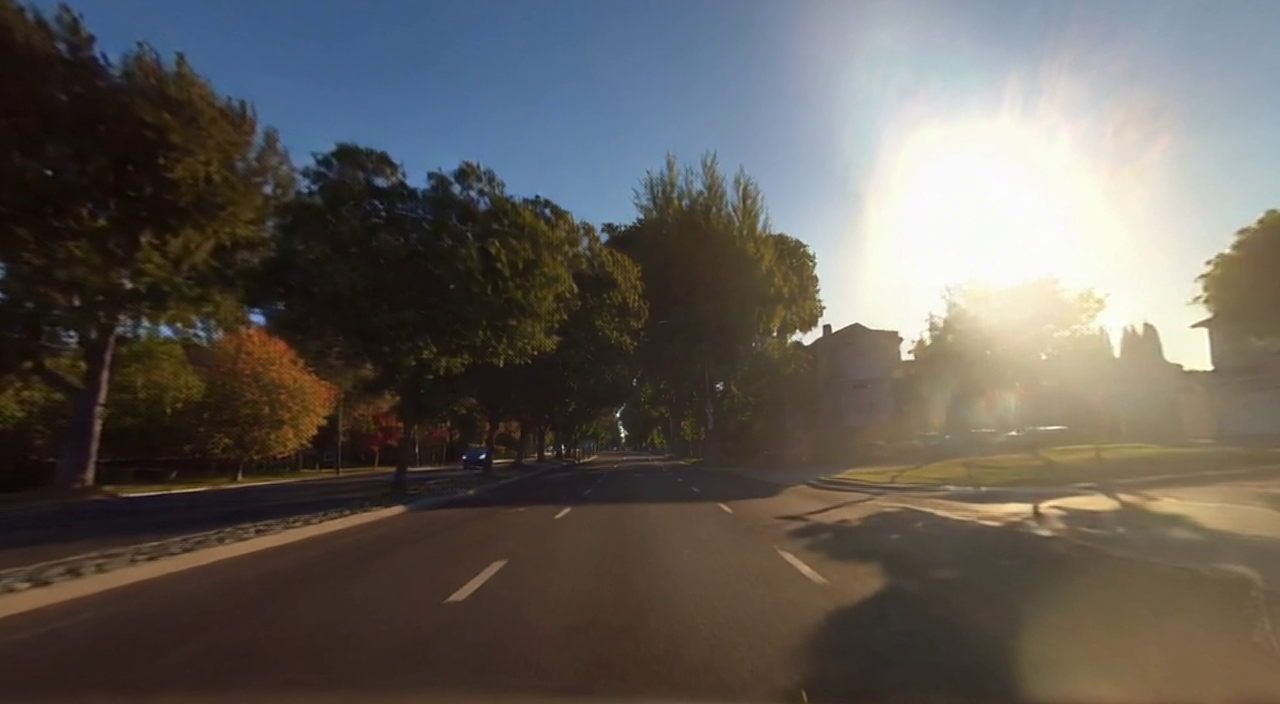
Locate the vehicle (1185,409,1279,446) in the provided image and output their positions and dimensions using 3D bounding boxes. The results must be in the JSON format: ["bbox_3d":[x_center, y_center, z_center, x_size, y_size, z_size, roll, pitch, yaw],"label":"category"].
[{"bbox_3d":[24.982,3.134,25.971,1.753,1.379,3.764,-2,-9,1],"label":"vehicle"}]

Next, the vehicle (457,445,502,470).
[{"bbox_3d":[-11.685,7.649,46.274,2.070,1.669,4.576,-1,-8,1],"label":"vehicle"}]
